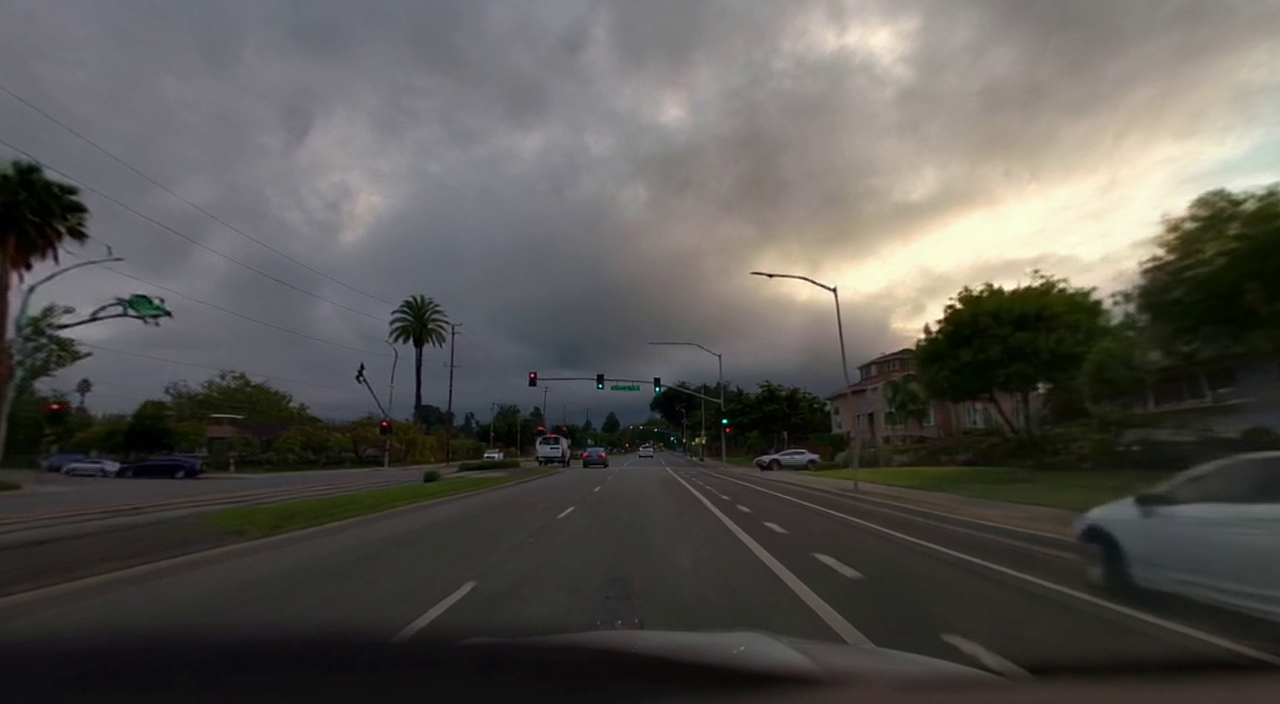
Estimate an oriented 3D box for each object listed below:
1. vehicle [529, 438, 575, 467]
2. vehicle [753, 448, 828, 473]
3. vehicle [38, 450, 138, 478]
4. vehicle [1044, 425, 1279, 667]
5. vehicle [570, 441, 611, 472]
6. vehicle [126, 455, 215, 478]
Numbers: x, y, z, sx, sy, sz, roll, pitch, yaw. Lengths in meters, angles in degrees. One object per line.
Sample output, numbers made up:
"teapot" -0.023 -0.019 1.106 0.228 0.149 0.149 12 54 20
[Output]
"vehicle" -6.513 7.566 47.422 2.457 2.010 6.330 0 -9 1
"vehicle" 9.590 6.944 40.497 4.509 1.520 1.952 -1 -9 10
"vehicle" -39.724 8.038 45.422 5.006 1.941 2.056 1 -9 -4
"vehicle" 5.035 1.242 4.077 1.994 1.507 4.173 0 -9 -1
"vehicle" -3.080 6.636 40.192 2.116 1.806 4.516 0 -9 2
"vehicle" -34.090 8.330 45.817 4.808 1.529 1.979 1 -9 -3
